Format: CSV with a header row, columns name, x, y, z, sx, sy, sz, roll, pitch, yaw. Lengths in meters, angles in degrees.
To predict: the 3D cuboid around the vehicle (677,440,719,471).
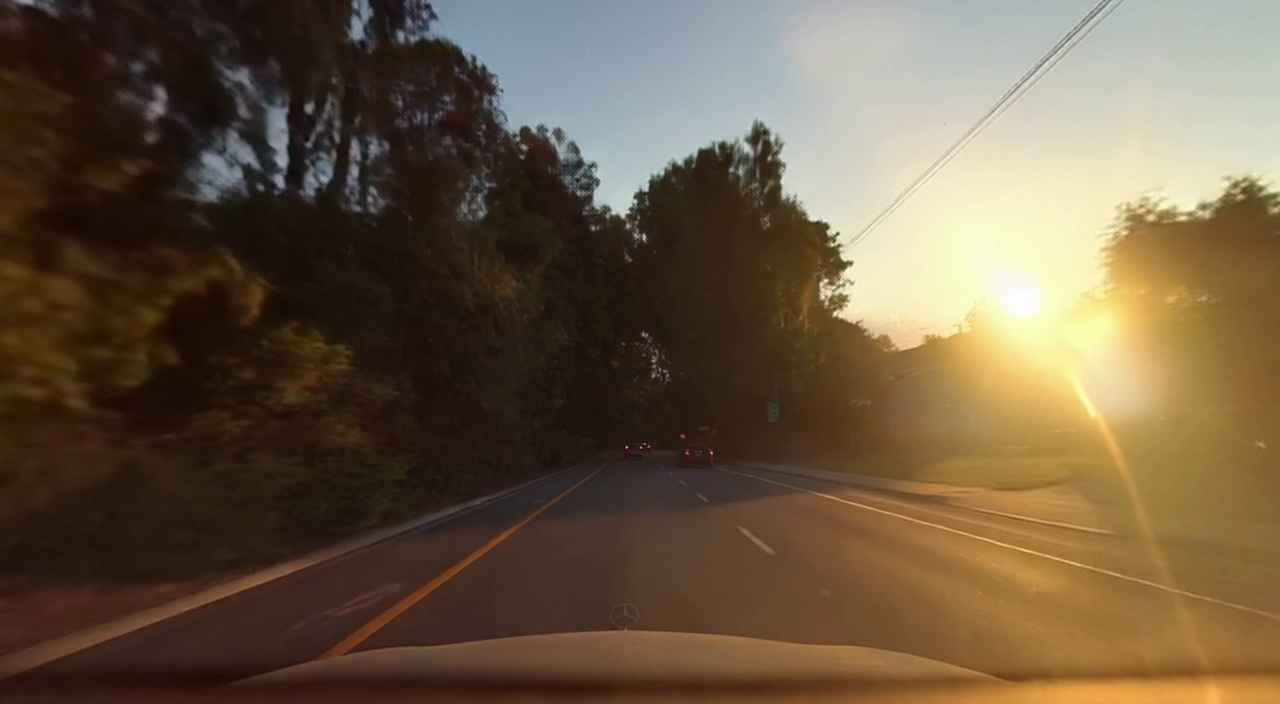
name,x,y,z,sx,sy,sz,roll,pitch,yaw
vehicle,3.204,5.842,35.749,1.888,1.640,4.044,0,-8,-2
